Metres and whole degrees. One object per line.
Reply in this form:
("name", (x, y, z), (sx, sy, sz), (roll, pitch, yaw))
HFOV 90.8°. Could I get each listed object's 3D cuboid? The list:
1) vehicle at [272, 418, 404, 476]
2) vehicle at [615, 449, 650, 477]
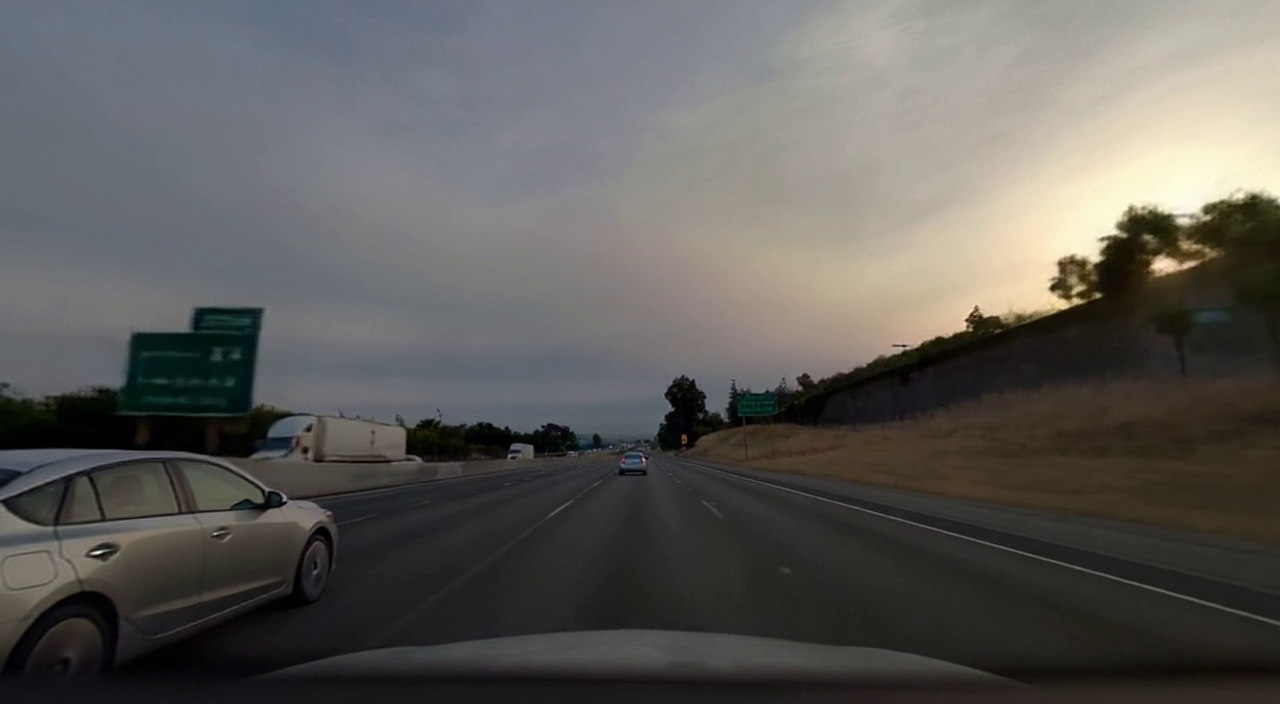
("vehicle", (-22.994, 7.512, 49.680), (2.903, 3.856, 14.989), (0, -9, 1))
("vehicle", (-0.375, 6.385, 36.581), (1.908, 1.515, 3.871), (0, -9, 1))
